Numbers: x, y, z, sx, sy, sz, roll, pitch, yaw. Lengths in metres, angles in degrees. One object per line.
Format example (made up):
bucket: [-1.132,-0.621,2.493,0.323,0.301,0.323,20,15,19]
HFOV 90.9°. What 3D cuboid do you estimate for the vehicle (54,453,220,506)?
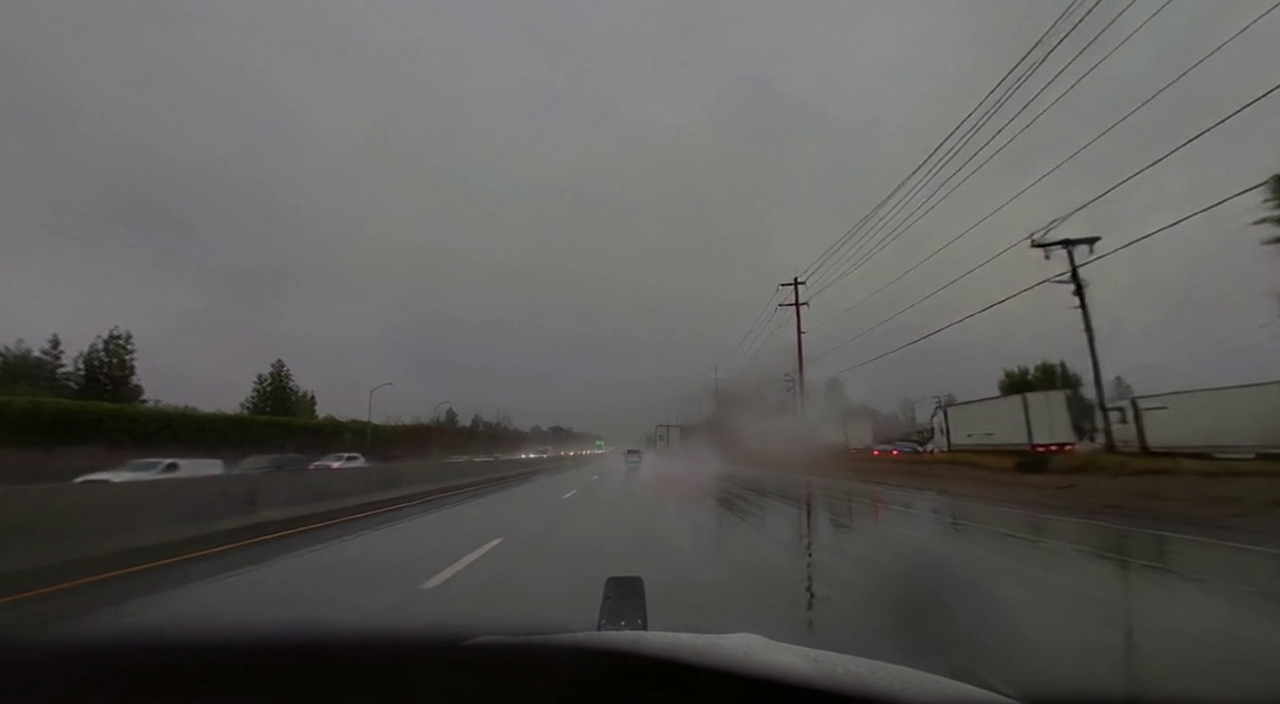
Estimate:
vehicle: [-16.008,4.038,20.399,1.862,1.473,4.209,0,-9,0]

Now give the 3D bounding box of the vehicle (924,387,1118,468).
vehicle: [23.579,5.148,40.842,3.234,4.276,14.411,0,-9,-1]

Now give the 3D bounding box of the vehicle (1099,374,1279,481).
vehicle: [24.127,3.107,25.111,2.849,3.732,12.220,-1,-9,2]

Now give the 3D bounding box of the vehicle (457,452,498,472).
vehicle: [-12.363,8.393,48.119,1.855,1.429,4.461,0,-9,1]

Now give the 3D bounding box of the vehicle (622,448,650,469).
vehicle: [-0.292,8.290,49.242,2.111,1.599,3.859,0,-9,0]

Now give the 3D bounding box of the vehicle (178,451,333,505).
vehicle: [-11.941,3.904,20.020,2.010,1.472,4.552,0,-9,0]
